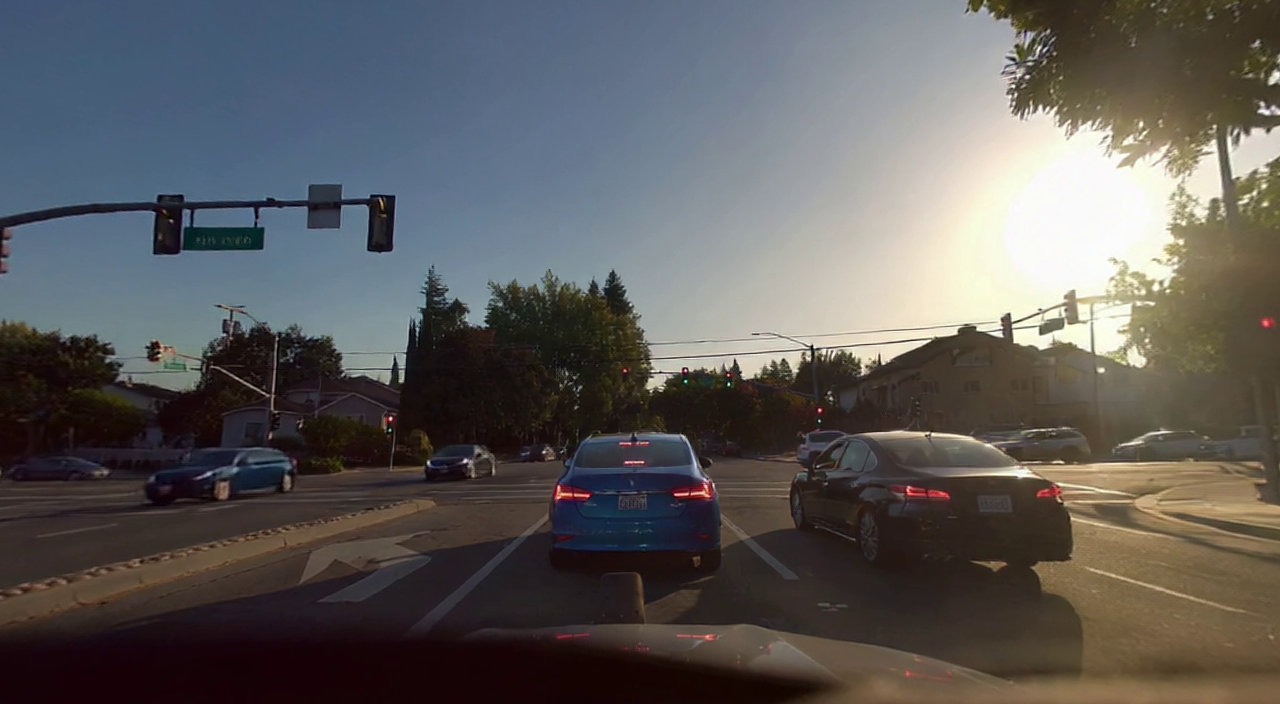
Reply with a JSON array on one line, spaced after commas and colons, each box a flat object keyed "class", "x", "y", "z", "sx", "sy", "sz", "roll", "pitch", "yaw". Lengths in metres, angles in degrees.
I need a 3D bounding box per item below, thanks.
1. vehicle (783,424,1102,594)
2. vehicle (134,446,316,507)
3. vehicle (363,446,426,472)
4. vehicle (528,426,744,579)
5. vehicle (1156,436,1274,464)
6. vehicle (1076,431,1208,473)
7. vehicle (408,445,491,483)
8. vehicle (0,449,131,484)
[{"class": "vehicle", "x": 3.183, "y": 1.716, "z": 7.781, "sx": 1.913, "sy": 1.505, "sz": 4.097, "roll": 0, "pitch": -8, "yaw": 0}, {"class": "vehicle", "x": -11.361, "y": 3.388, "z": 17.775, "sx": 2.125, "sy": 1.476, "sz": 4.385, "roll": 0, "pitch": -8, "yaw": 0}, {"class": "vehicle", "x": -17.090, "y": 7.456, "z": 44.279, "sx": 1.893, "sy": 1.658, "sz": 4.474, "roll": -2, "pitch": -9, "yaw": 12}, {"class": "vehicle", "x": -0.053, "y": 1.778, "z": 8.272, "sx": 2.103, "sy": 1.478, "sz": 4.073, "roll": 0, "pitch": -8, "yaw": 0}, {"class": "vehicle", "x": 30.563, "y": 5.222, "z": 33.659, "sx": 4.489, "sy": 1.432, "sz": 1.790, "roll": 0, "pitch": -9, "yaw": 0}, {"class": "vehicle", "x": 24.000, "y": 4.784, "z": 30.327, "sx": 4.520, "sy": 1.762, "sz": 2.005, "roll": -2, "pitch": -8, "yaw": -1}, {"class": "vehicle", "x": -7.563, "y": 4.482, "z": 25.575, "sx": 2.040, "sy": 1.374, "sz": 4.150, "roll": 0, "pitch": -8, "yaw": 1}, {"class": "vehicle", "x": -28.151, "y": 5.602, "z": 31.064, "sx": 4.538, "sy": 1.591, "sz": 1.949, "roll": 0, "pitch": -8, "yaw": 1}]
